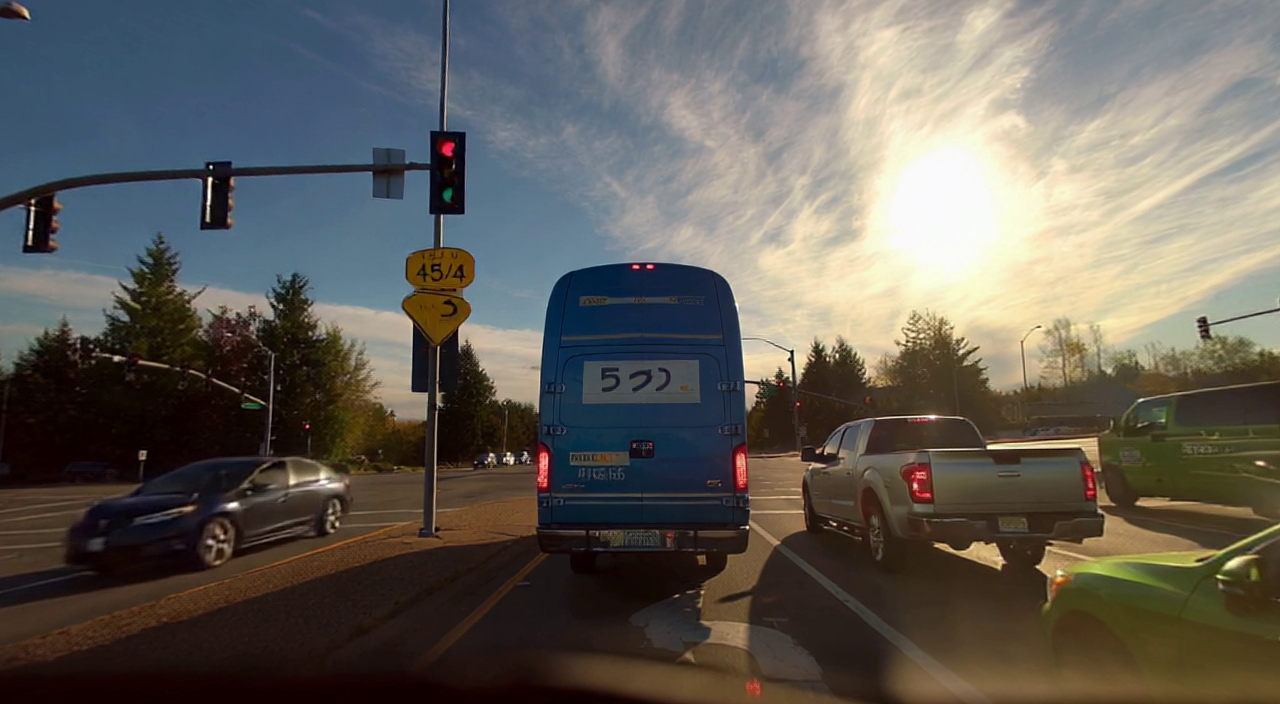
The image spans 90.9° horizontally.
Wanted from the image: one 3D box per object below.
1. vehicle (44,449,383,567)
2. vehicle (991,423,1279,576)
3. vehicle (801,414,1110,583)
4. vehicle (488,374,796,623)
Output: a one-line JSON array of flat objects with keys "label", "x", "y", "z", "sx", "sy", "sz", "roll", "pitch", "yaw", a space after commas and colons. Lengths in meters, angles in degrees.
[{"label": "vehicle", "x": -7.107, "y": 2.591, "z": 11.457, "sx": 2.410, "sy": 1.596, "sz": 4.931, "roll": -1, "pitch": -8, "yaw": 5}, {"label": "vehicle", "x": 6.837, "y": 1.740, "z": 8.275, "sx": 1.973, "sy": 1.470, "sz": 4.228, "roll": 0, "pitch": -8, "yaw": 0}, {"label": "vehicle", "x": 3.578, "y": 1.717, "z": 8.182, "sx": 1.981, "sy": 1.616, "sz": 4.006, "roll": 0, "pitch": -8, "yaw": 1}, {"label": "vehicle", "x": 0.051, "y": 1.474, "z": 7.345, "sx": 2.326, "sy": 1.880, "sz": 4.964, "roll": 0, "pitch": -8, "yaw": 1}]
